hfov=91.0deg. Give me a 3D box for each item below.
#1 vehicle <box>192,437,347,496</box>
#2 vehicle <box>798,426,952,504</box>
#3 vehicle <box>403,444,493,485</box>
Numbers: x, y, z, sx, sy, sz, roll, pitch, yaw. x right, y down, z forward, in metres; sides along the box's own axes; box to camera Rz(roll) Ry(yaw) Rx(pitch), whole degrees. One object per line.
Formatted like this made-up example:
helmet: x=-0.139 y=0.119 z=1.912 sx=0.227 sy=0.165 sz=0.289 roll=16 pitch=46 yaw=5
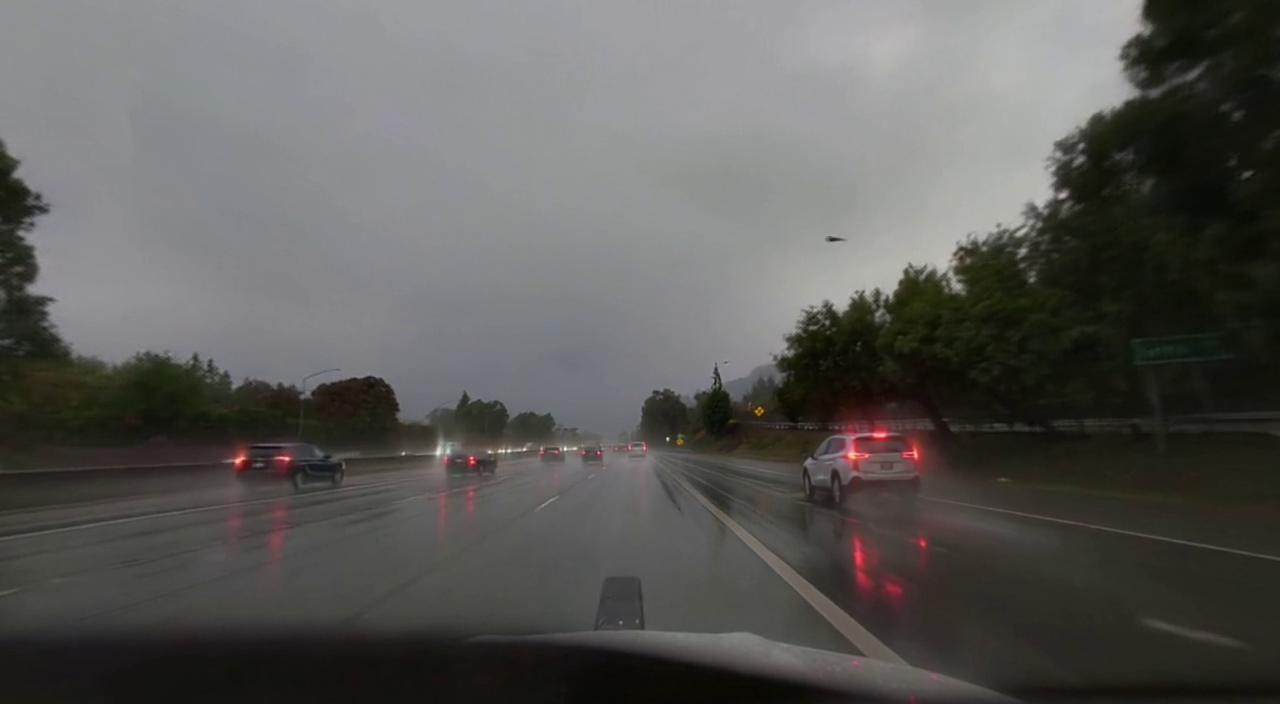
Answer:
vehicle: x=-11.289 y=3.505 z=19.658 sx=2.107 sy=1.628 sz=4.446 roll=0 pitch=-9 yaw=0
vehicle: x=6.133 y=3.029 z=17.243 sx=2.259 sy=1.816 sz=4.862 roll=0 pitch=-9 yaw=-1
vehicle: x=-7.483 y=4.428 z=25.136 sx=2.071 sy=1.486 sz=4.703 roll=0 pitch=-9 yaw=1
